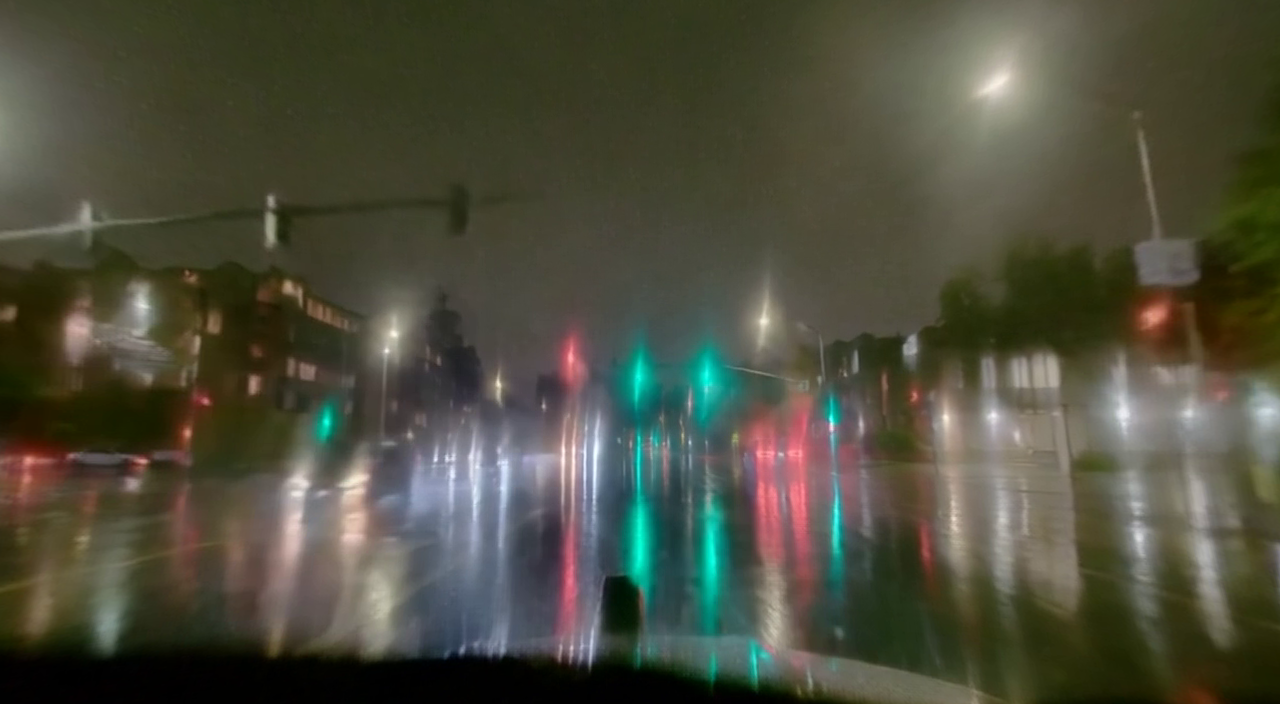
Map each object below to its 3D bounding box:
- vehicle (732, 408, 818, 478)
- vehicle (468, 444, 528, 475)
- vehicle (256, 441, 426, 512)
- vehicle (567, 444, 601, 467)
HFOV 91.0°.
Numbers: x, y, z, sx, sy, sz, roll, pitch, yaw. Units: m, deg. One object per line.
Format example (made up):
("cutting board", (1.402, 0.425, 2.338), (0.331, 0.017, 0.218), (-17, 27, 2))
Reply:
("vehicle", (6.801, 4.766, 32.877), (2.802, 3.208, 7.459), (0, -8, 0))
("vehicle", (-7.442, 5.660, 33.437), (1.991, 1.506, 4.659), (0, -9, 1))
("vehicle", (-7.265, 3.037, 15.944), (1.986, 1.481, 4.602), (0, -9, 1))
("vehicle", (-3.986, 7.445, 45.442), (2.003, 1.539, 4.396), (-1, -8, 1))
